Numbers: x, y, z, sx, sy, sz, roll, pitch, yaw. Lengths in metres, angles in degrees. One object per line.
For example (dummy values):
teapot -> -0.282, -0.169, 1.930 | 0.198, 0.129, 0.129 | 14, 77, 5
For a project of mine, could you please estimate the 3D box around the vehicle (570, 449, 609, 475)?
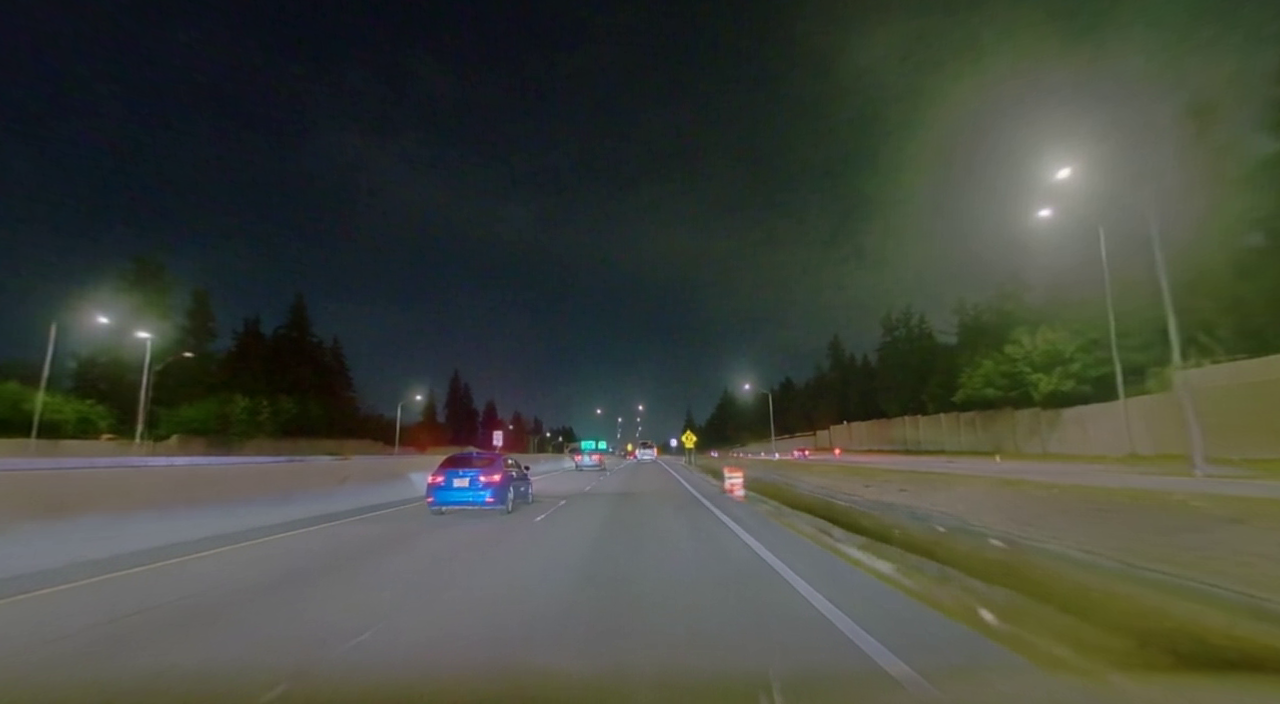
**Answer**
vehicle -> -3.005, 6.664, 38.281 | 1.965, 1.459, 4.145 | 0, -9, 0

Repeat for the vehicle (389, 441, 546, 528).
vehicle -> -3.394, 2.702, 13.492 | 2.012, 1.510, 4.672 | 0, -9, 0
